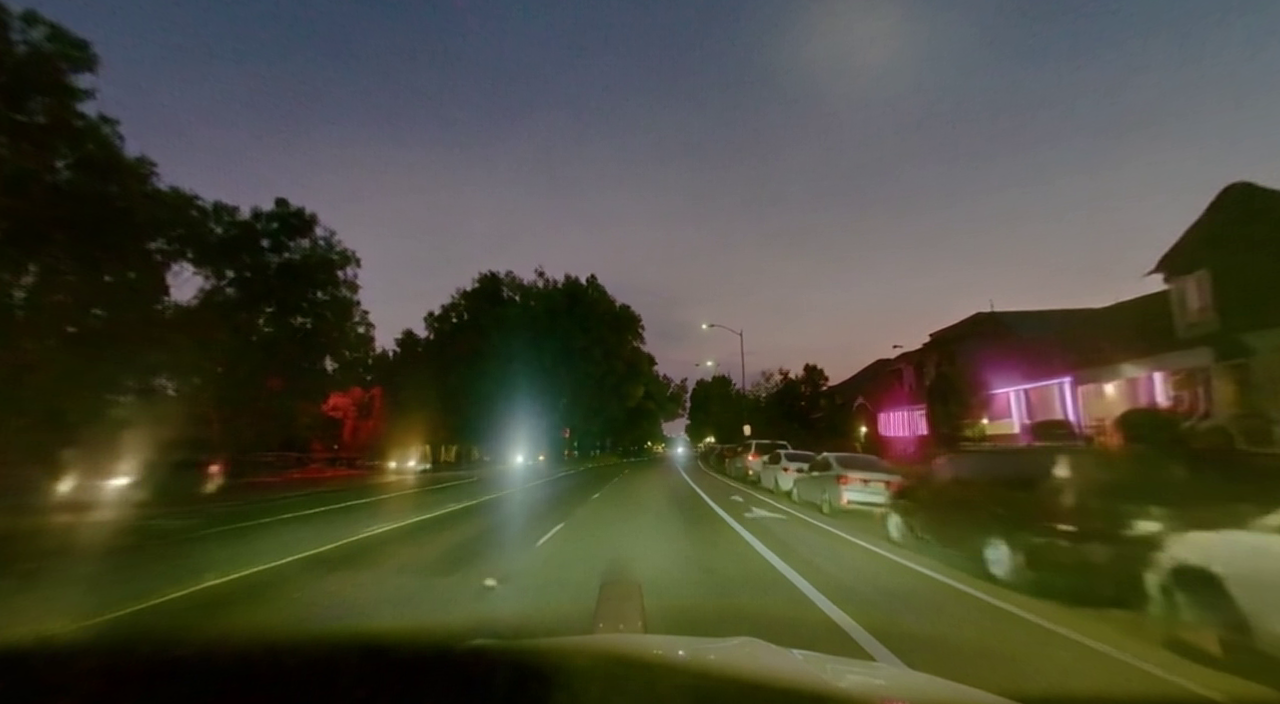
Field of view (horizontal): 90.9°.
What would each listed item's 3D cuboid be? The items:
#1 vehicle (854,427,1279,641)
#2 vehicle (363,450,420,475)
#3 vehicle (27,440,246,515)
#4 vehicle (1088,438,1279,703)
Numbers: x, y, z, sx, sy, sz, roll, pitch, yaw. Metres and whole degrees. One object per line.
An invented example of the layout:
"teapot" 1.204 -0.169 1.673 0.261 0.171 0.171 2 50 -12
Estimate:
"vehicle" 4.099 1.629 6.751 2.023 1.525 4.158 0 -8 -2
"vehicle" -18.013 7.982 45.930 1.965 1.640 4.665 -1 -8 4
"vehicle" -13.143 3.253 16.954 2.045 1.712 4.511 -1 -8 2
"vehicle" 4.068 0.966 2.020 1.833 1.399 4.727 -1 -8 1
